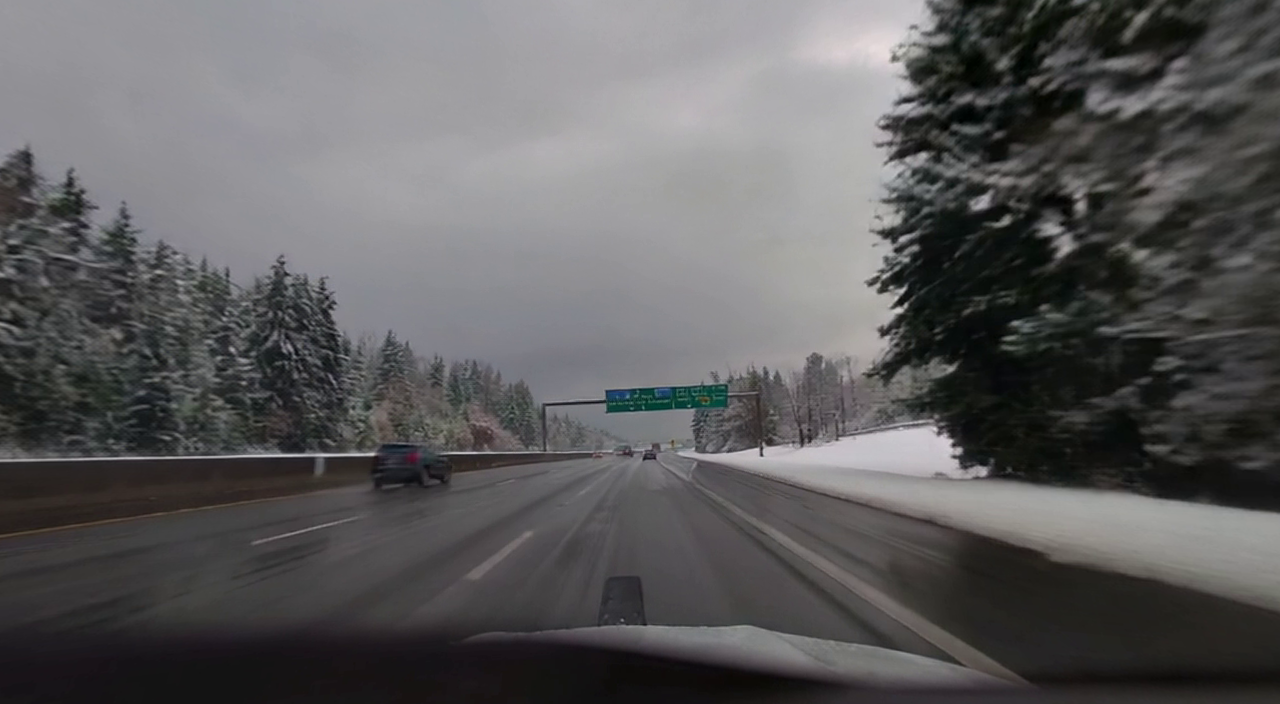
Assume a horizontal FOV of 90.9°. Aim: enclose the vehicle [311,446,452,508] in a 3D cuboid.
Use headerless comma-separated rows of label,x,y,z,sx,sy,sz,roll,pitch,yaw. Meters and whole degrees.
vehicle,-6.846,3.334,17.353,1.835,1.459,4.636,0,-9,1
